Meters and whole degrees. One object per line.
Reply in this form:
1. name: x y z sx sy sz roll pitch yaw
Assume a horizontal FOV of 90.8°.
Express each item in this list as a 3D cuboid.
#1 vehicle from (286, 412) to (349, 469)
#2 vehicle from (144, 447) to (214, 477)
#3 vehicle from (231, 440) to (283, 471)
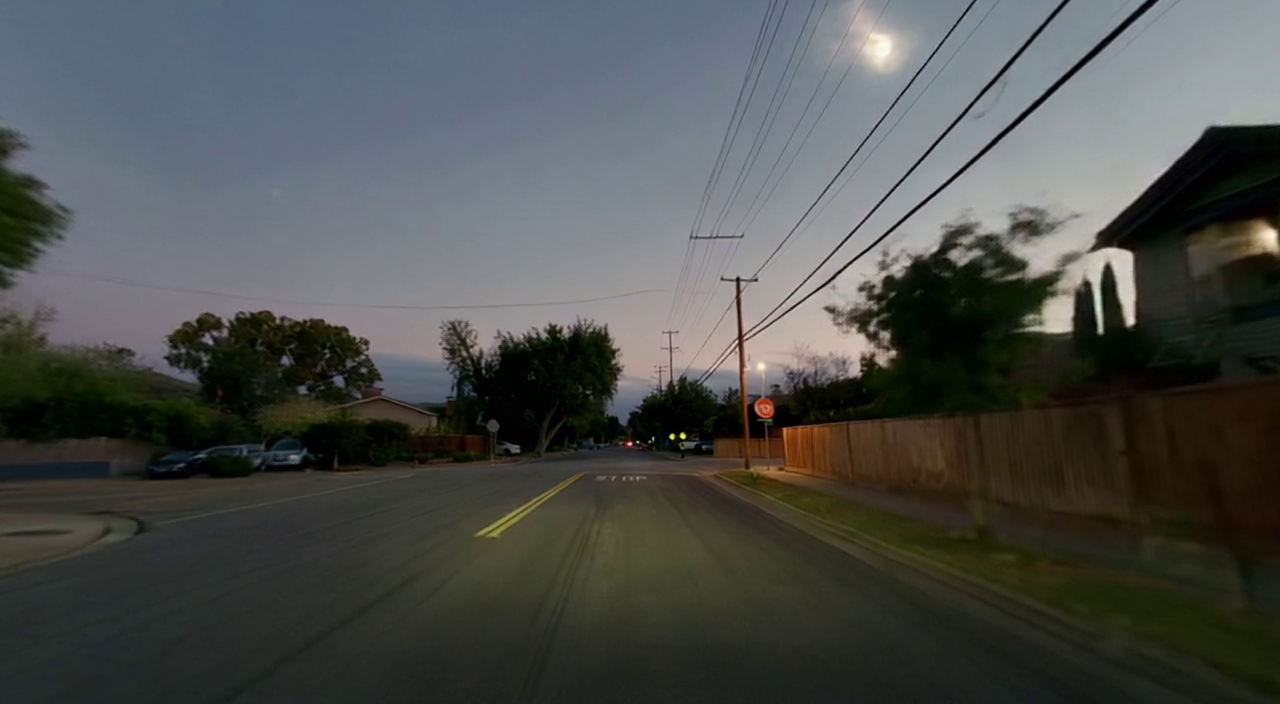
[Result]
1. vehicle: -20.331 5.835 40.282 2.842 3.181 8.576 4 -11 -23
2. vehicle: -24.202 5.730 33.339 1.955 1.448 4.542 4 -9 -23
3. vehicle: -23.844 6.415 39.502 2.083 1.802 4.455 4 -9 -24
